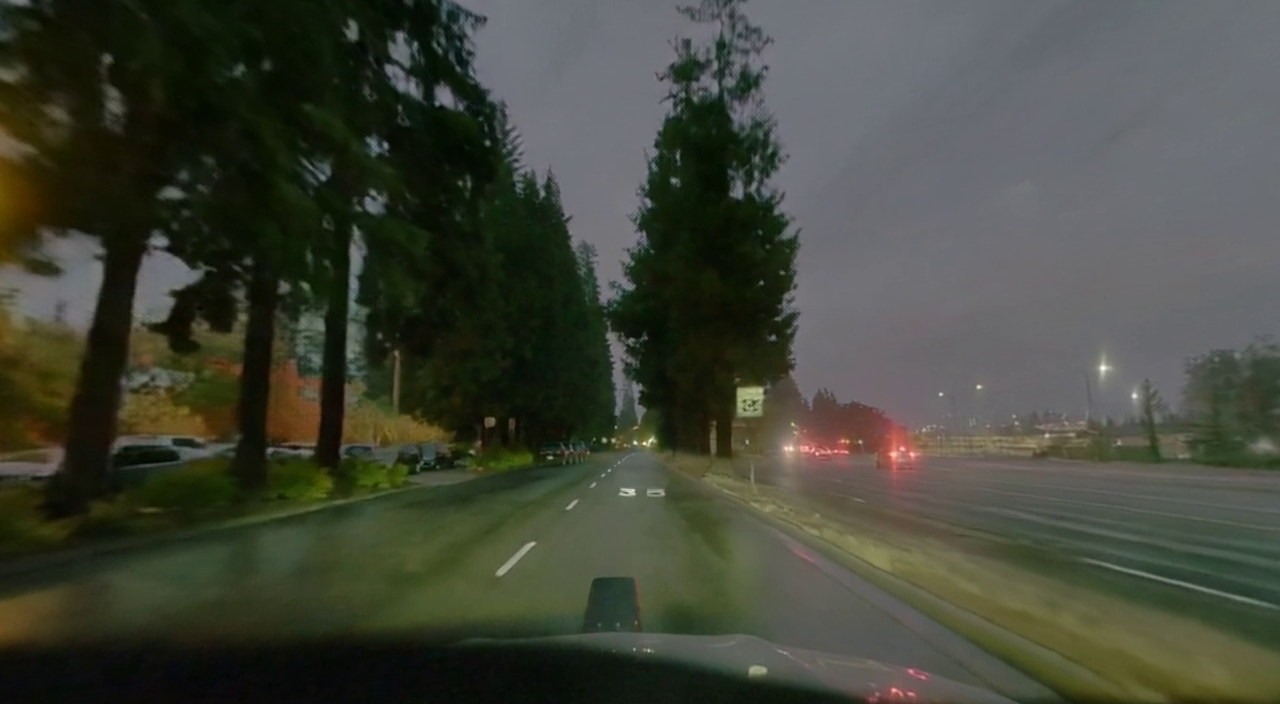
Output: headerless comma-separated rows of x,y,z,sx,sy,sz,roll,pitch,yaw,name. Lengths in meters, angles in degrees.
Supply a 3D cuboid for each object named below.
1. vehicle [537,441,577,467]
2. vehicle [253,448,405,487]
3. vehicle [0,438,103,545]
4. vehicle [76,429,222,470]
-6.435,7.941,49.403,2.350,1.892,5.542,0,-8,1,vehicle
-12.946,4.820,26.430,5.300,1.432,1.951,1,-9,-1,vehicle
-12.852,2.403,11.079,4.834,1.743,2.156,-1,-8,2,vehicle
-26.101,5.181,33.635,5.603,2.043,2.554,0,-9,1,vehicle
